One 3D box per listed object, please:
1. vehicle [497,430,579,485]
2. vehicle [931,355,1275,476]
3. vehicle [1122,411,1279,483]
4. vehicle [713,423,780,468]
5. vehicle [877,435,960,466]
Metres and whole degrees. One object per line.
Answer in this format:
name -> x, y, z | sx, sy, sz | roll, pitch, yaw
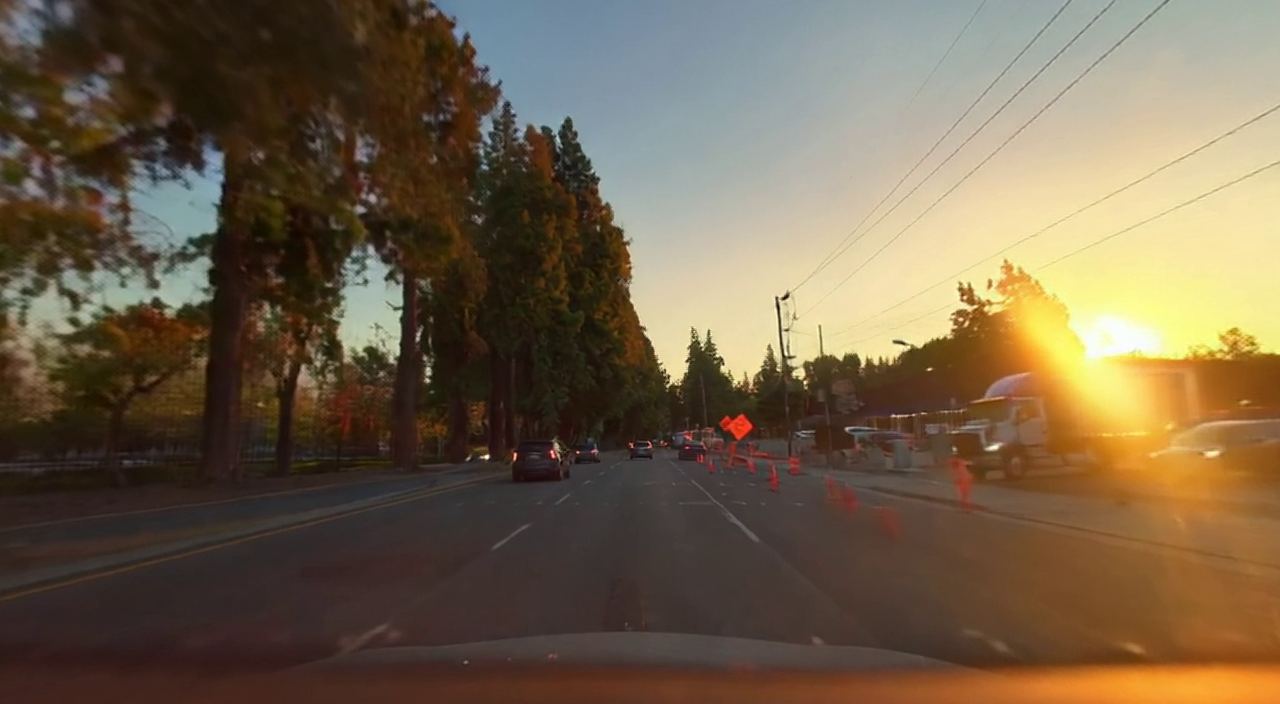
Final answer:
vehicle -> -3.355, 3.575, 21.702 | 2.038, 1.682, 4.399 | 0, -8, 1
vehicle -> 14.917, 2.144, 20.890 | 8.949, 3.673, 3.044 | 0, -8, -2
vehicle -> 15.599, 2.448, 16.268 | 1.874, 1.694, 4.535 | 7, -11, -37
vehicle -> 5.711, 5.174, 34.852 | 2.653, 2.231, 6.793 | 0, -8, 1
vehicle -> 14.195, 5.056, 32.441 | 1.969, 1.457, 4.719 | 0, -8, -2
